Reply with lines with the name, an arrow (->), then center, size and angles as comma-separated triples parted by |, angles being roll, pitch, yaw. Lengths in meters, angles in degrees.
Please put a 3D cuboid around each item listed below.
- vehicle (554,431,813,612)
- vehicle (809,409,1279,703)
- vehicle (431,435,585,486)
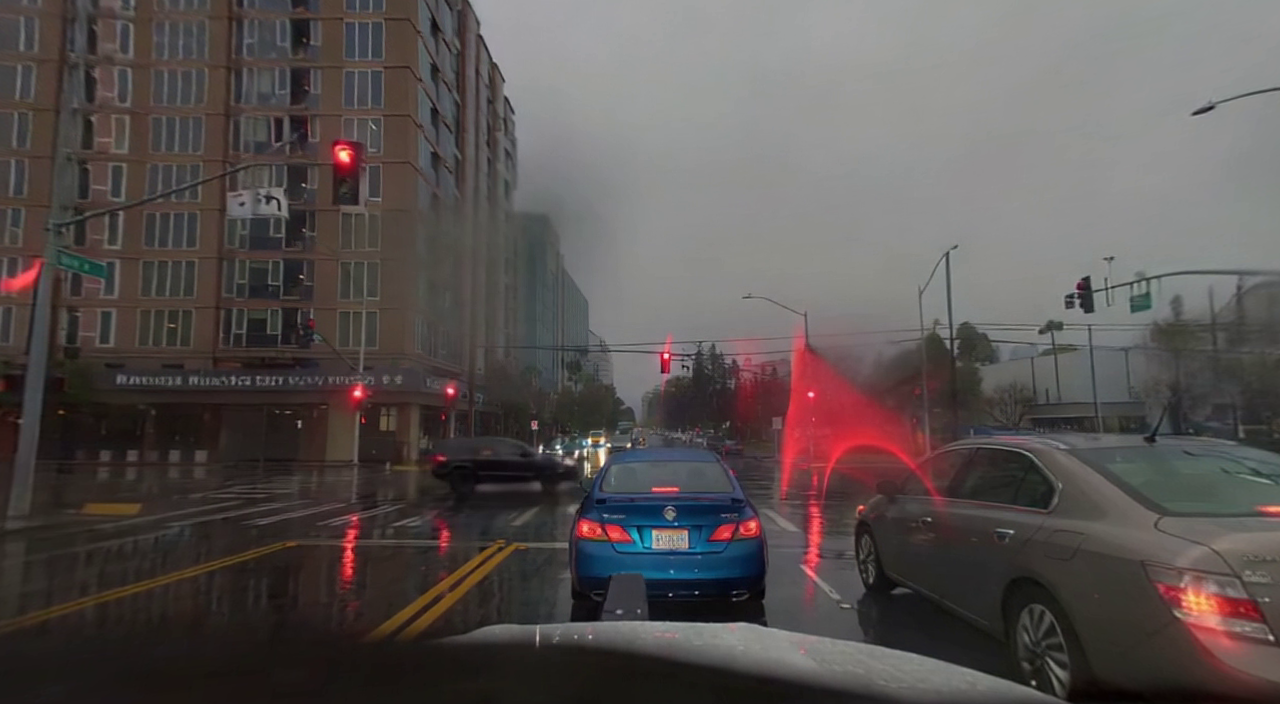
vehicle -> 0.287, 1.696, 7.293 | 2.132, 1.464, 4.089 | 0, -8, -2
vehicle -> 2.819, 1.287, 4.561 | 1.961, 1.498, 4.356 | 0, -8, 0
vehicle -> -4.329, 3.613, 21.167 | 4.688, 1.612, 1.938 | 0, -8, 2
